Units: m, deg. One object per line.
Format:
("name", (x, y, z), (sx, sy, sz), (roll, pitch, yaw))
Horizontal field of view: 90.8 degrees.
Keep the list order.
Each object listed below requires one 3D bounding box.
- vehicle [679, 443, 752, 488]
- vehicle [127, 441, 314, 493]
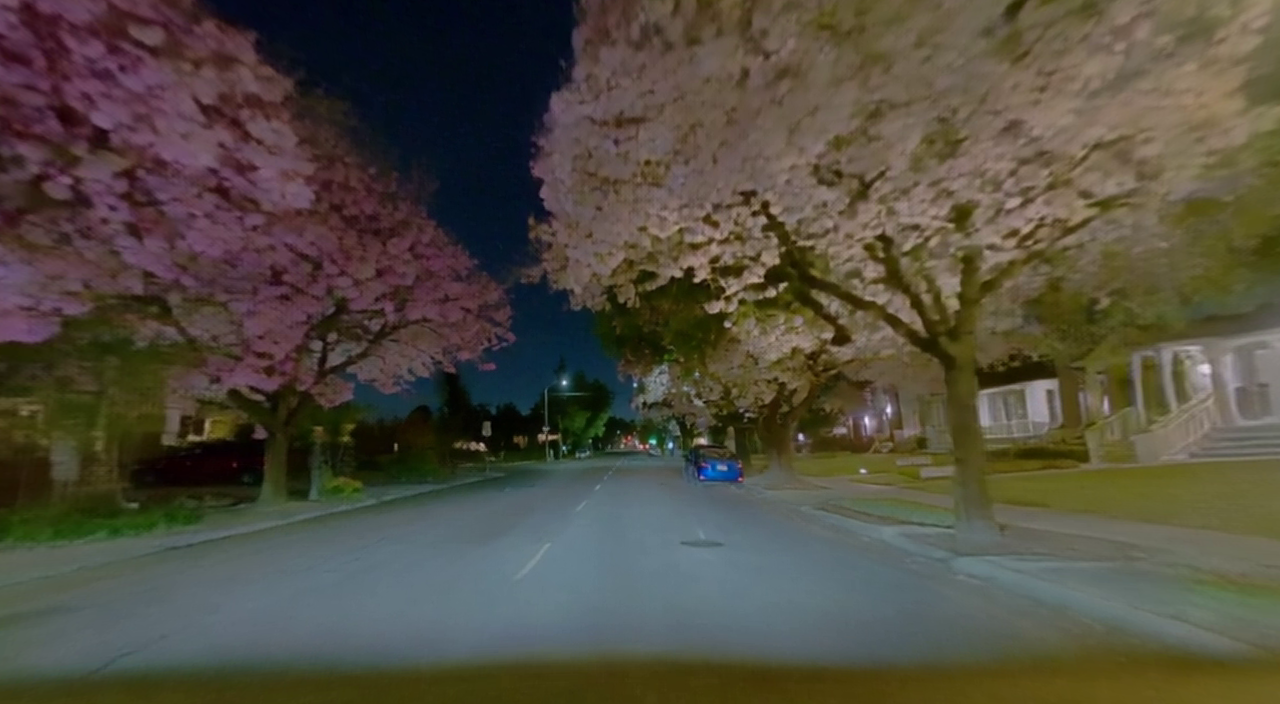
("vehicle", (2.652, 4.092, 23.252), (2.022, 1.455, 4.406), (0, -8, -1))
("vehicle", (-16.690, 4.558, 25.433), (5.902, 1.796, 2.183), (-1, -7, -3))
